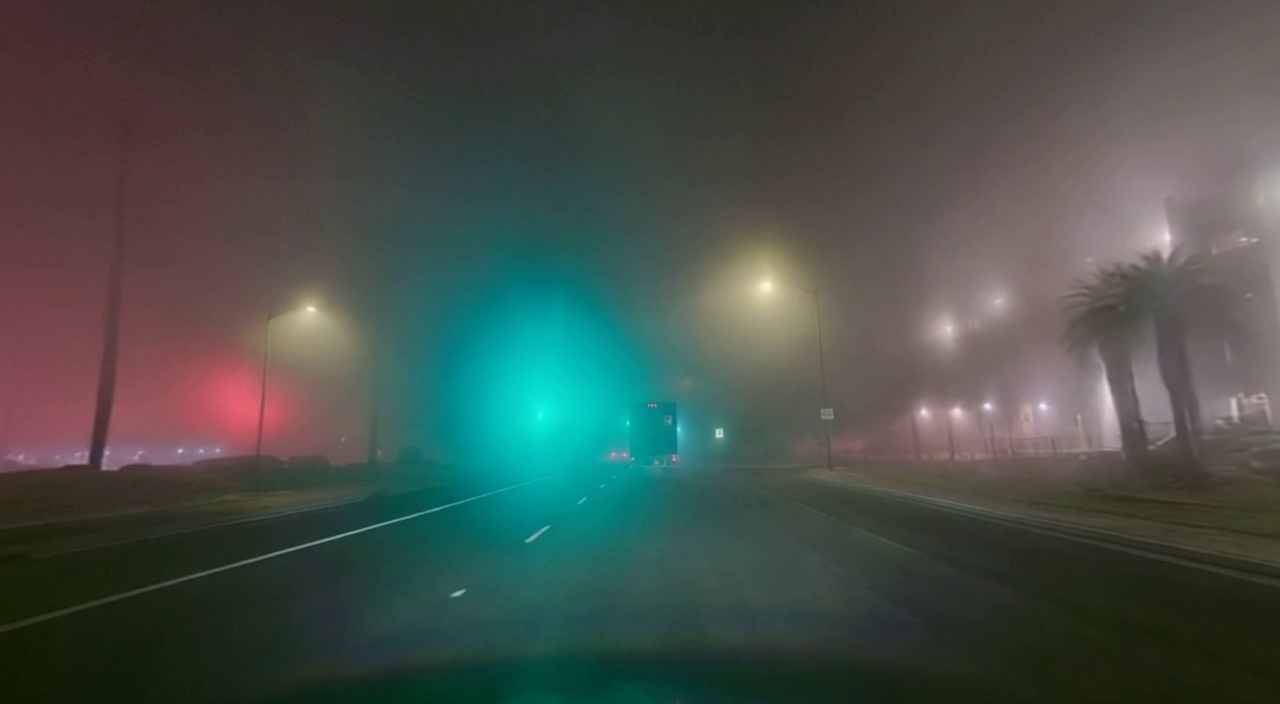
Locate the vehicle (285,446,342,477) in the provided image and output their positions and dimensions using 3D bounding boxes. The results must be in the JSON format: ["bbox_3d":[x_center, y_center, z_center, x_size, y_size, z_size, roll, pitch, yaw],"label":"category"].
[{"bbox_3d":[-24.337,8.148,46.977,1.677,2.145,4.698,0,-9,0],"label":"vehicle"}]

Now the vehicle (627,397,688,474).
[{"bbox_3d":[0.774,5.194,38.227,2.992,3.949,11.815,0,-9,-2],"label":"vehicle"}]

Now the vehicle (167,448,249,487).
[{"bbox_3d":[-24.895,6.606,36.309,1.715,2.103,3.719,-1,-9,7],"label":"vehicle"}]
